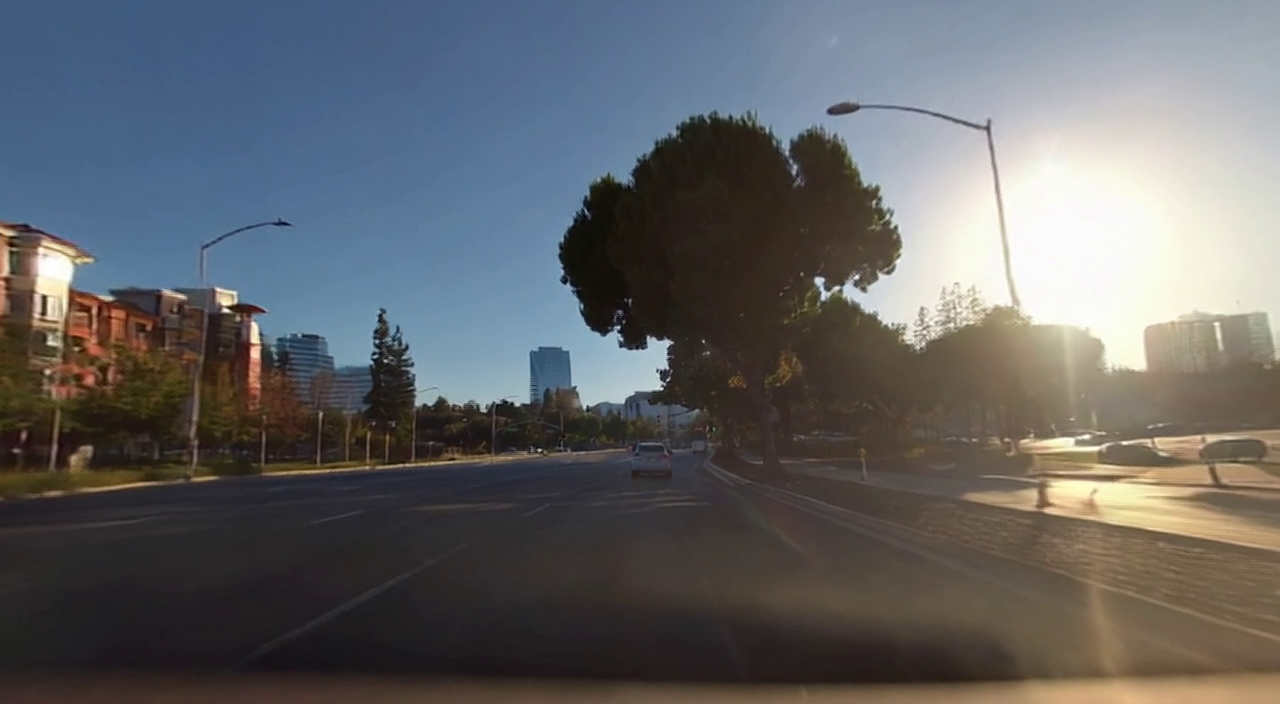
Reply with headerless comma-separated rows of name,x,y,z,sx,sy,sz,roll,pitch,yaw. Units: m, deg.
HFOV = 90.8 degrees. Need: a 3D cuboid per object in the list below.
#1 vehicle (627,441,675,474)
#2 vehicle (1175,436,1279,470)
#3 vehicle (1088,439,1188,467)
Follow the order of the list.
vehicle,0.576,5.075,30.750,2.133,1.481,4.276,0,-8,2
vehicle,33.501,5.668,35.816,1.984,1.750,4.798,0,-8,-2
vehicle,28.346,5.761,36.157,1.839,1.470,4.548,1,-8,-3
